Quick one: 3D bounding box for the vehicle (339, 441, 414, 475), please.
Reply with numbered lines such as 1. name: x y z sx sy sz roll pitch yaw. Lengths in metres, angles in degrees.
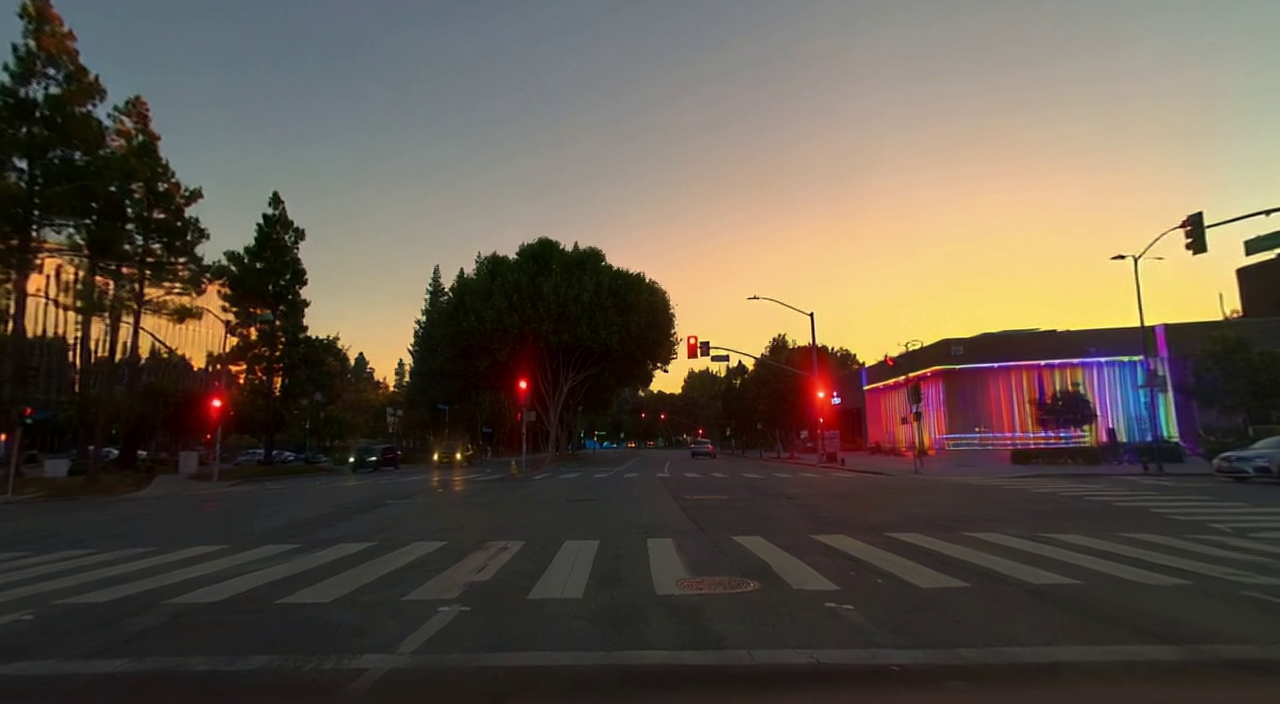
1. vehicle: -14.828 5.973 35.748 2.169 1.753 4.640 0 -8 1
